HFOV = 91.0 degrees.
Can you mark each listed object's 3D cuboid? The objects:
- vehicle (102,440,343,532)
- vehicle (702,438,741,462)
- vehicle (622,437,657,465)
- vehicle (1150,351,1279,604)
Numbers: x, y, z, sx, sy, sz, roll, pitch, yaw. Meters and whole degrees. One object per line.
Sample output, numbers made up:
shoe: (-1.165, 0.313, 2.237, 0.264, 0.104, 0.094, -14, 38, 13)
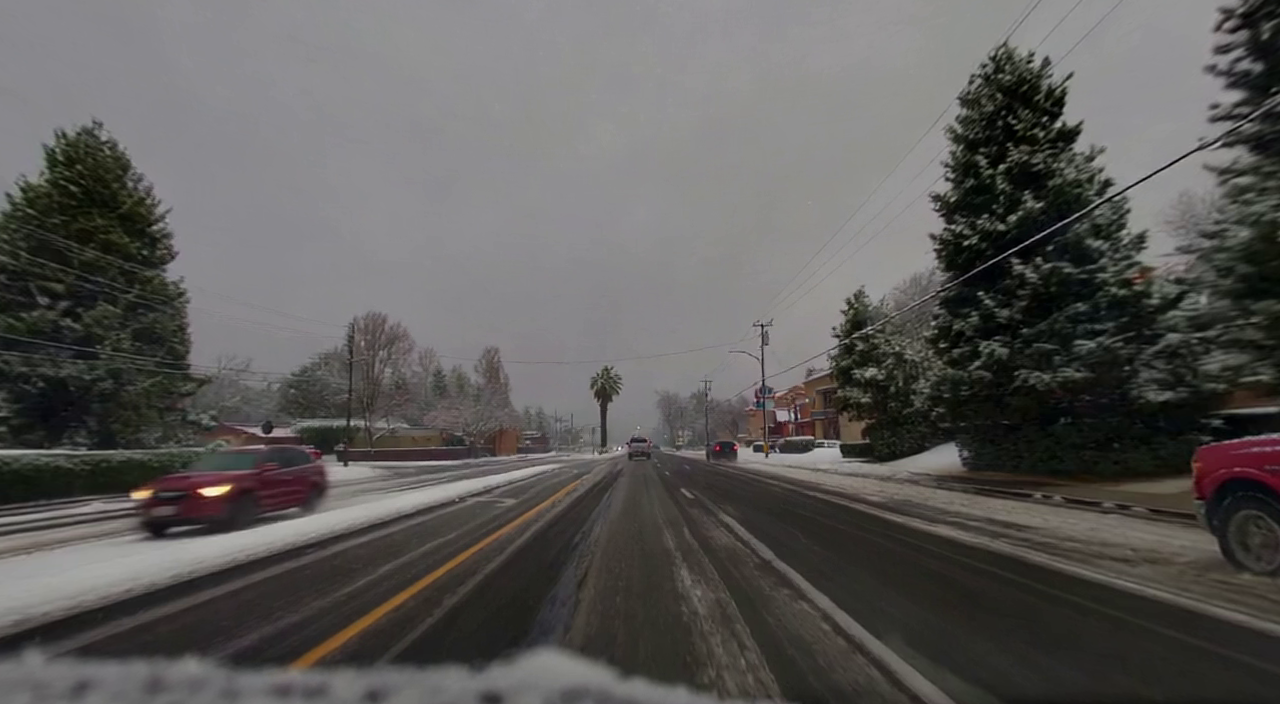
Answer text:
vehicle: (-8.058, 2.588, 12.773, 1.949, 1.527, 4.243, 0, -9, 0)
vehicle: (6.078, 7.371, 47.453, 2.252, 1.718, 4.617, 0, -9, 0)
vehicle: (-0.031, 6.424, 40.898, 2.138, 1.702, 4.168, 0, -9, 0)
vehicle: (5.987, 0.775, 3.643, 2.355, 1.889, 4.392, 0, -9, 1)
